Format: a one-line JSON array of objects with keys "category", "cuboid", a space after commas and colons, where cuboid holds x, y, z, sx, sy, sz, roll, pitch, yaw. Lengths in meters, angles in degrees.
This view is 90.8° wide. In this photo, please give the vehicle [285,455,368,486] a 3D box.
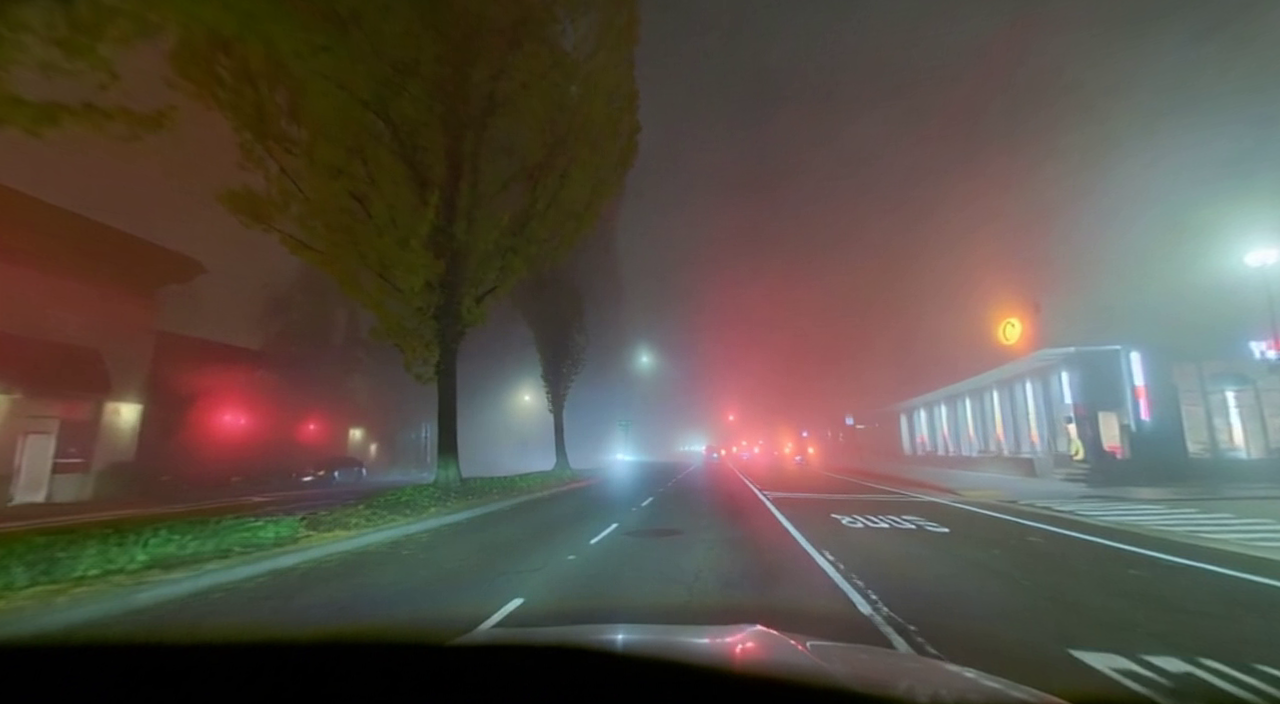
[{"category": "vehicle", "cuboid": [-16.888, 6.404, 34.335, 1.840, 1.440, 4.442, -3, -9, 7]}]
